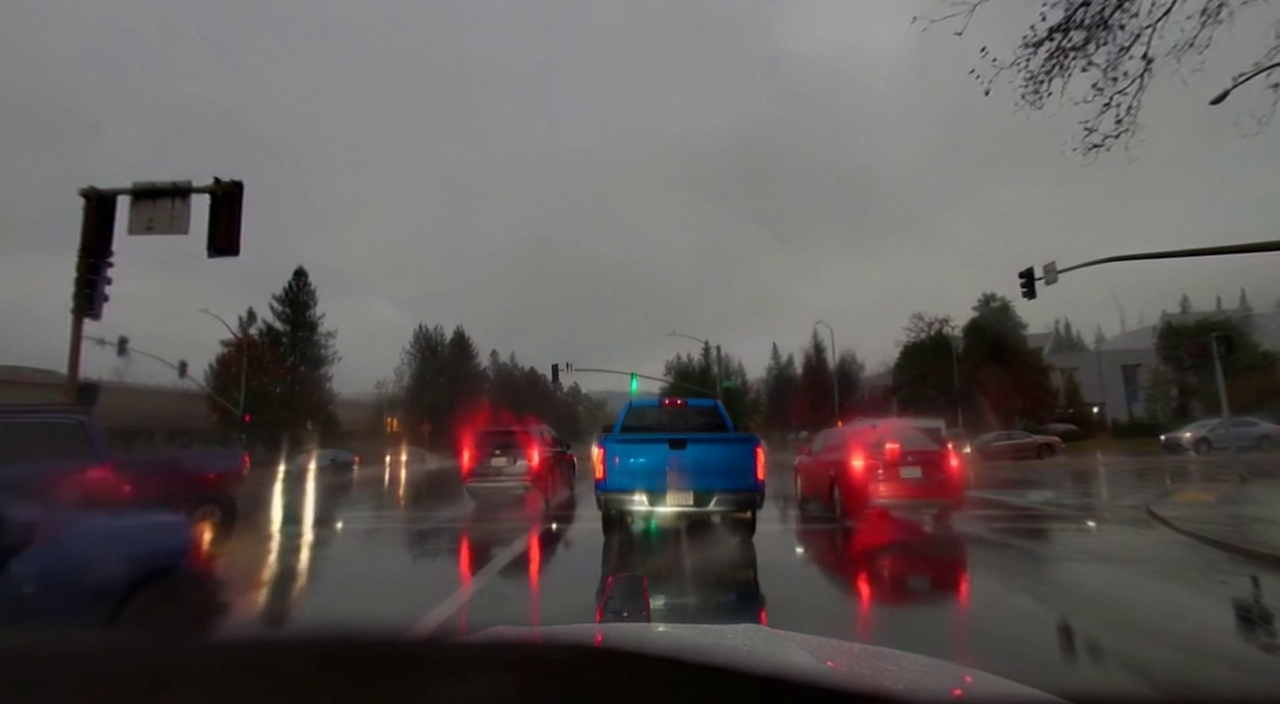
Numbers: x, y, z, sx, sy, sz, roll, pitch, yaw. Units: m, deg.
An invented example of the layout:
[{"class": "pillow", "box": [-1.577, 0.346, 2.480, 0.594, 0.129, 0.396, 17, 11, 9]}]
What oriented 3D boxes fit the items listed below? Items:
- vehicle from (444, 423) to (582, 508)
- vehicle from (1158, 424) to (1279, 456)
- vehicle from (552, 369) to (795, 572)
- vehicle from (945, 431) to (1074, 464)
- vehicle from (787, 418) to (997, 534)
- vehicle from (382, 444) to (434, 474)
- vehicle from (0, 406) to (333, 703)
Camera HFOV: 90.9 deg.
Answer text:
[{"class": "vehicle", "box": [-2.871, 2.712, 15.522, 2.125, 1.739, 4.707, -1, -8, 4]}, {"class": "vehicle", "box": [27.779, 4.175, 29.897, 4.681, 1.458, 1.908, 0, -8, -1]}, {"class": "vehicle", "box": [0.411, 1.565, 8.993, 2.505, 2.084, 4.768, 0, -8, 2]}, {"class": "vehicle", "box": [16.901, 4.376, 28.952, 4.809, 1.458, 1.842, 0, -8, -3]}, {"class": "vehicle", "box": [4.125, 2.094, 11.244, 1.984, 1.659, 4.226, 0, -8, 0]}, {"class": "vehicle", "box": [-16.217, 7.470, 44.306, 1.884, 1.931, 4.375, 0, -8, 0]}, {"class": "vehicle", "box": [-3.353, 0.951, 2.351, 1.998, 1.481, 4.656, 0, -8, 1]}]
